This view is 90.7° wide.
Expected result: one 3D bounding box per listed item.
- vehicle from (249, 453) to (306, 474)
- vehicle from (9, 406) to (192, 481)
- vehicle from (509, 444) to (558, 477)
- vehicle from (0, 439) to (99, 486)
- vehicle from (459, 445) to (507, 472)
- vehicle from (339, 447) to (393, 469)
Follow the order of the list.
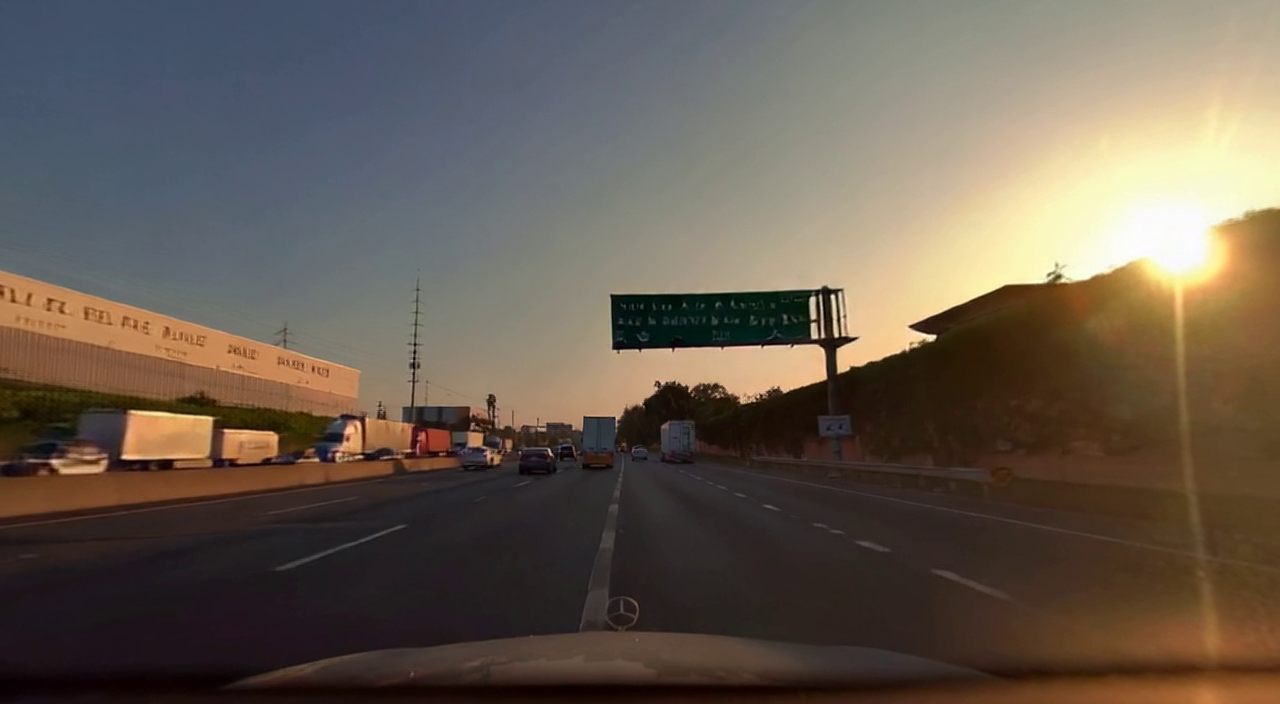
[{"bbox_3d":[-26.745,8.213,46.804,1.926,1.418,3.924,0,-9,-1],"label":"vehicle"},{"bbox_3d":[-30.566,5.305,36.621,2.966,3.788,8.697,0,-9,-1],"label":"vehicle"},{"bbox_3d":[-5.748,5.877,34.592,2.132,1.679,4.045,0,-9,-3],"label":"vehicle"},{"bbox_3d":[-26.079,4.543,26.189,2.212,1.805,5.949,0,-9,-1],"label":"vehicle"},{"bbox_3d":[-10.700,7.260,43.430,2.129,1.717,4.593,0,-9,0],"label":"vehicle"},{"bbox_3d":[-19.285,7.478,44.719,1.928,1.475,4.536,0,-9,-2],"label":"vehicle"}]
